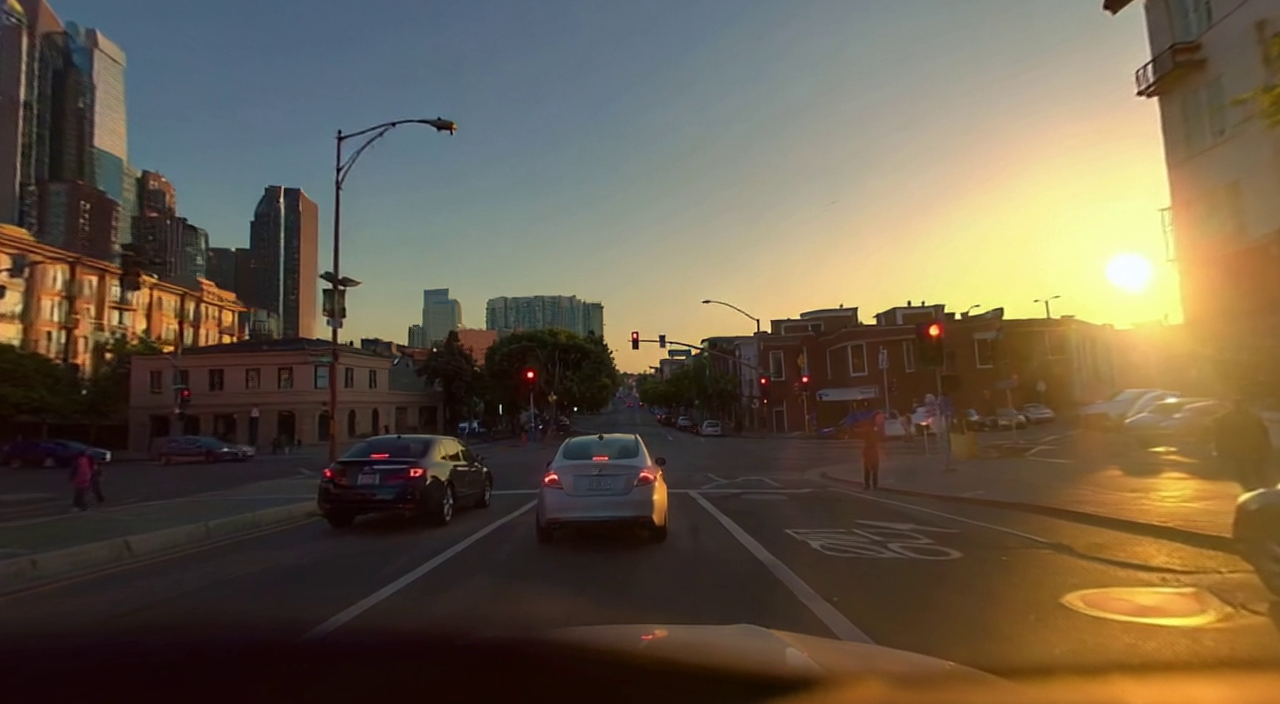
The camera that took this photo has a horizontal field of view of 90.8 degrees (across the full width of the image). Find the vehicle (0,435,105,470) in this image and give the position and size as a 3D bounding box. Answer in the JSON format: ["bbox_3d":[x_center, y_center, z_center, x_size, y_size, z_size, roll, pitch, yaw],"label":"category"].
[{"bbox_3d":[-32.437,5.498,34.568,4.280,1.857,2.136,0,-8,1],"label":"vehicle"}]

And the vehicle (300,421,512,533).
[{"bbox_3d":[-3.689,2.056,11.006,1.934,1.522,4.464,0,-8,1],"label":"vehicle"}]

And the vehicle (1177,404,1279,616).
[{"bbox_3d":[6.193,1.074,3.748,1.904,1.705,4.510,0,-8,-2],"label":"vehicle"}]

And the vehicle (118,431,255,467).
[{"bbox_3d":[-19.377,4.160,27.145,4.453,1.471,1.921,-1,-8,3],"label":"vehicle"}]

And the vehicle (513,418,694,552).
[{"bbox_3d":[-0.431,1.827,9.305,2.082,1.520,3.896,0,-8,0],"label":"vehicle"}]

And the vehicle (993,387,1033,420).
[{"bbox_3d":[27.042,3.799,45.695,2.152,1.993,5.078,-6,-10,32],"label":"vehicle"}]

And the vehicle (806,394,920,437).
[{"bbox_3d":[13.778,4.008,39.033,6.541,2.480,2.259,3,-9,-19],"label":"vehicle"}]

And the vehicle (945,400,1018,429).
[{"bbox_3d":[21.144,3.920,39.082,5.017,1.542,2.055,6,-11,-38],"label":"vehicle"}]

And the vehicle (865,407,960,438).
[{"bbox_3d":[15.170,3.963,35.164,4.775,1.604,1.915,3,-9,-20],"label":"vehicle"}]

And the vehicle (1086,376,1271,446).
[{"bbox_3d":[21.657,2.453,25.522,5.756,2.653,2.403,1,-9,-11],"label":"vehicle"}]
